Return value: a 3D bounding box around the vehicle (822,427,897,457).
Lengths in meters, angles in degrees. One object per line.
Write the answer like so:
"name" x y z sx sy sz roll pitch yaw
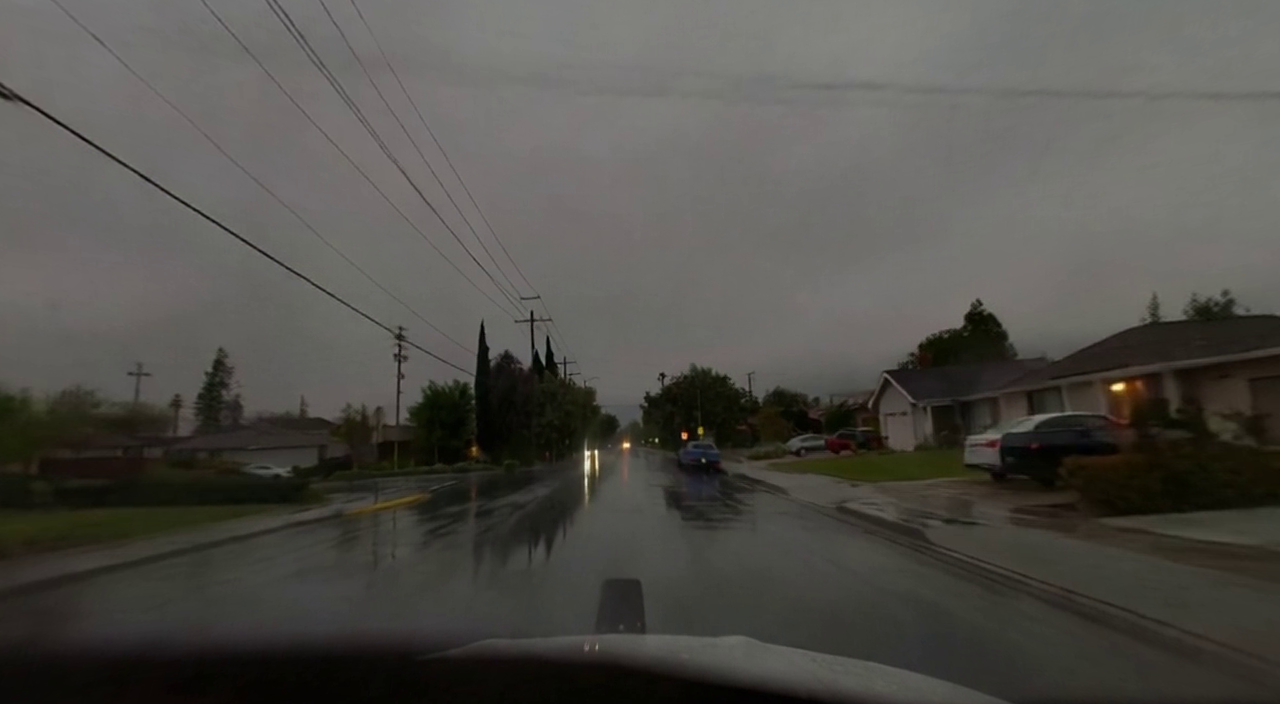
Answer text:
"vehicle" 15.044 6.162 43.421 4.283 1.660 2.035 -4 -6 -1

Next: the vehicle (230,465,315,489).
"vehicle" -24.133 8.220 41.552 4.479 1.475 1.842 -1 -8 2

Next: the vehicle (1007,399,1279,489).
"vehicle" 10.991 2.036 13.967 4.382 1.794 2.100 -1 -8 3

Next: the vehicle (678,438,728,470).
"vehicle" 3.526 5.804 36.202 2.134 1.720 4.515 0 -8 -3
